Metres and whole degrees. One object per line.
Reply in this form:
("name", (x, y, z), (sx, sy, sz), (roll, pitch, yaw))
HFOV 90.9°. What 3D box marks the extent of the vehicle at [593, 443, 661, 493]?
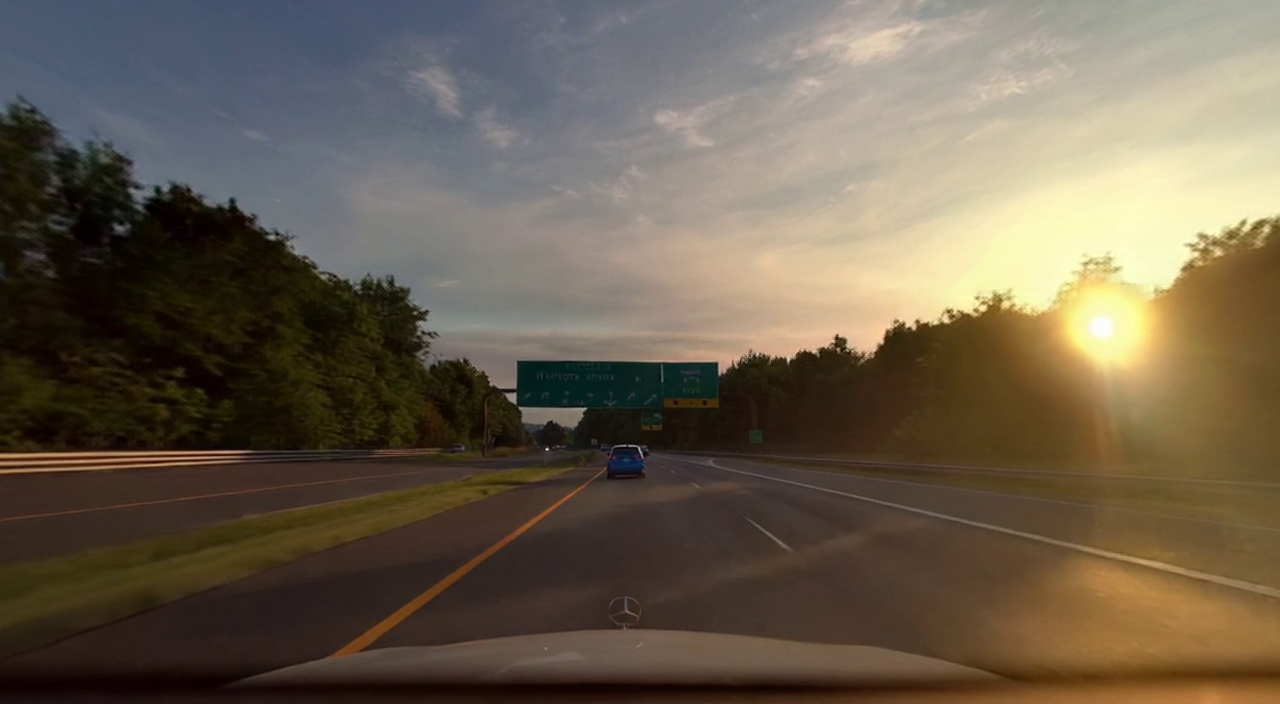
("vehicle", (-0.389, 3.854, 21.324), (2.069, 1.523, 4.012), (0, -9, 0))
